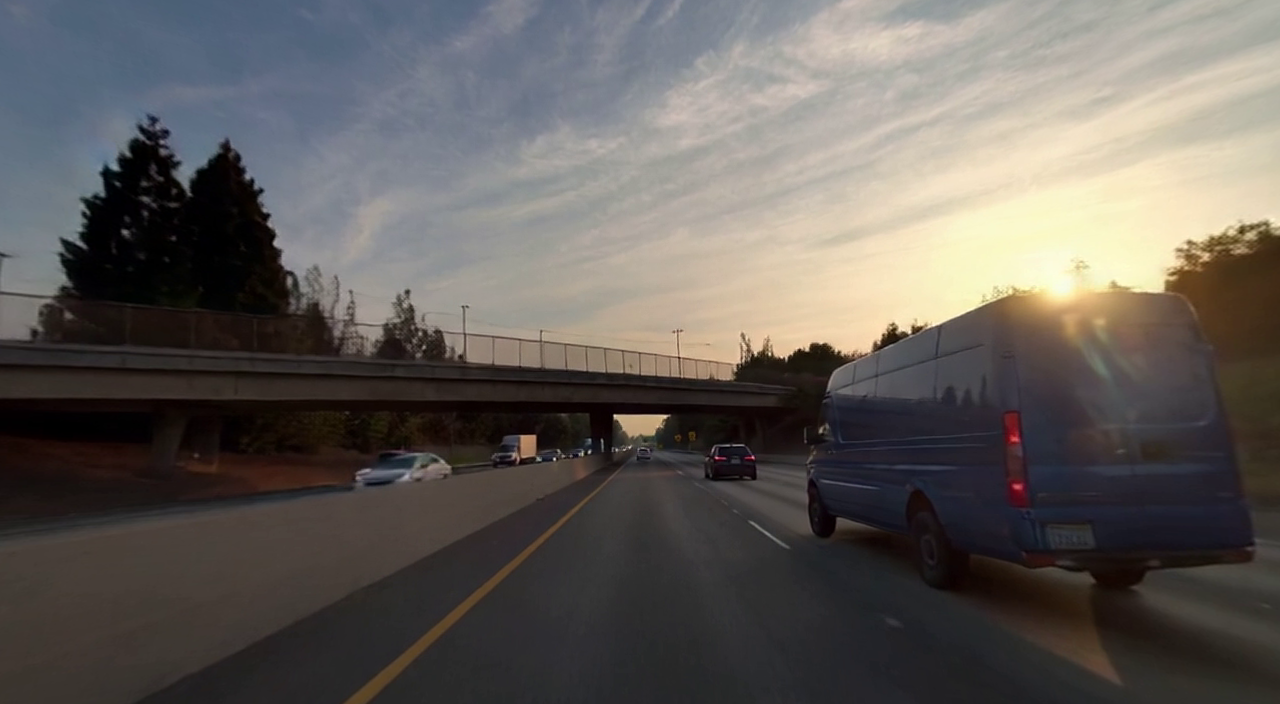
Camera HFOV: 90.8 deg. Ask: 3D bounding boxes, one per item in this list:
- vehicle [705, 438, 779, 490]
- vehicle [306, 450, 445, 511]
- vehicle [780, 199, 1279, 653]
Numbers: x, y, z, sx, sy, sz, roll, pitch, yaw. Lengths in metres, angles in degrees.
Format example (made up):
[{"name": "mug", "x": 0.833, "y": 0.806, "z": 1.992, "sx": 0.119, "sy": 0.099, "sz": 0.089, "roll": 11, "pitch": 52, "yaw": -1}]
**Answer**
[{"name": "vehicle", "x": 3.663, "y": 4.131, "z": 23.455, "sx": 2.009, "sy": 1.731, "sz": 4.149, "roll": 0, "pitch": -9, "yaw": -1}, {"name": "vehicle", "x": -7.685, "y": 3.744, "z": 18.928, "sx": 2.106, "sy": 1.549, "sz": 4.622, "roll": 0, "pitch": -9, "yaw": 1}, {"name": "vehicle", "x": 3.797, "y": 0.964, "z": 7.831, "sx": 2.460, "sy": 3.155, "sz": 6.902, "roll": 0, "pitch": -9, "yaw": 0}]
